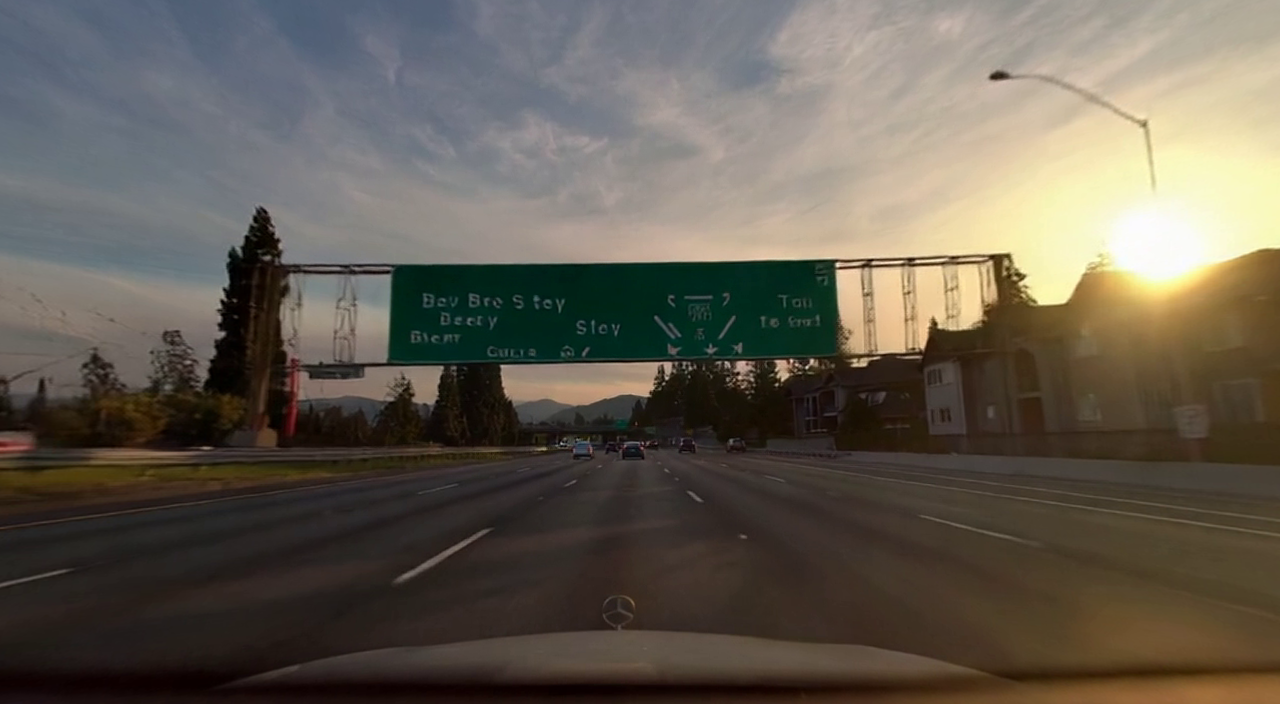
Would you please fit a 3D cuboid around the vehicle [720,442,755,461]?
[{"bbox_3d":[7.542,7.740,49.413,2.009,1.419,3.970,0,-8,-1],"label":"vehicle"}]

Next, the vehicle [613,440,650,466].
[{"bbox_3d":[-0.494,6.135,38.702,2.146,1.485,4.332,0,-8,0],"label":"vehicle"}]

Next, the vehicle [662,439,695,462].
[{"bbox_3d":[2.791,7.268,46.986,2.084,1.624,3.935,0,-8,-1],"label":"vehicle"}]
